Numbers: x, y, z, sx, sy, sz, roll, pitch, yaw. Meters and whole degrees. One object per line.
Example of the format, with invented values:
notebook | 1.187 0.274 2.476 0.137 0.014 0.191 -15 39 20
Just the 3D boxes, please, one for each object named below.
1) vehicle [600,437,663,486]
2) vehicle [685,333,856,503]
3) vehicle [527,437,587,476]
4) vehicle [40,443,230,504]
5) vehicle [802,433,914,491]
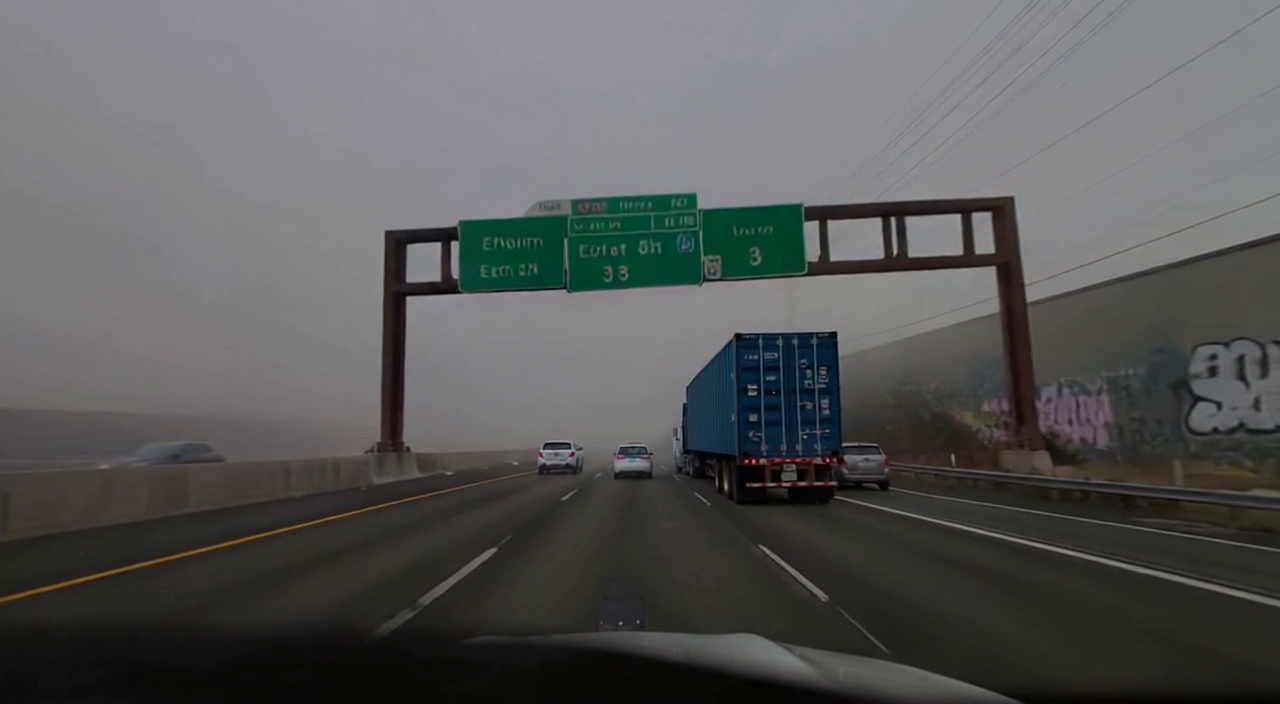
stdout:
vehicle | -0.326 4.133 24.171 2.191 1.685 4.015 0 -9 0
vehicle | 3.538 2.521 21.541 2.800 4.039 13.179 0 -9 -1
vehicle | -4.052 5.207 31.617 2.264 1.804 4.584 0 -9 1
vehicle | -14.072 3.382 18.035 1.959 1.487 4.293 0 -9 -2
vehicle | 7.241 3.699 21.574 2.202 1.731 4.628 0 -9 0
